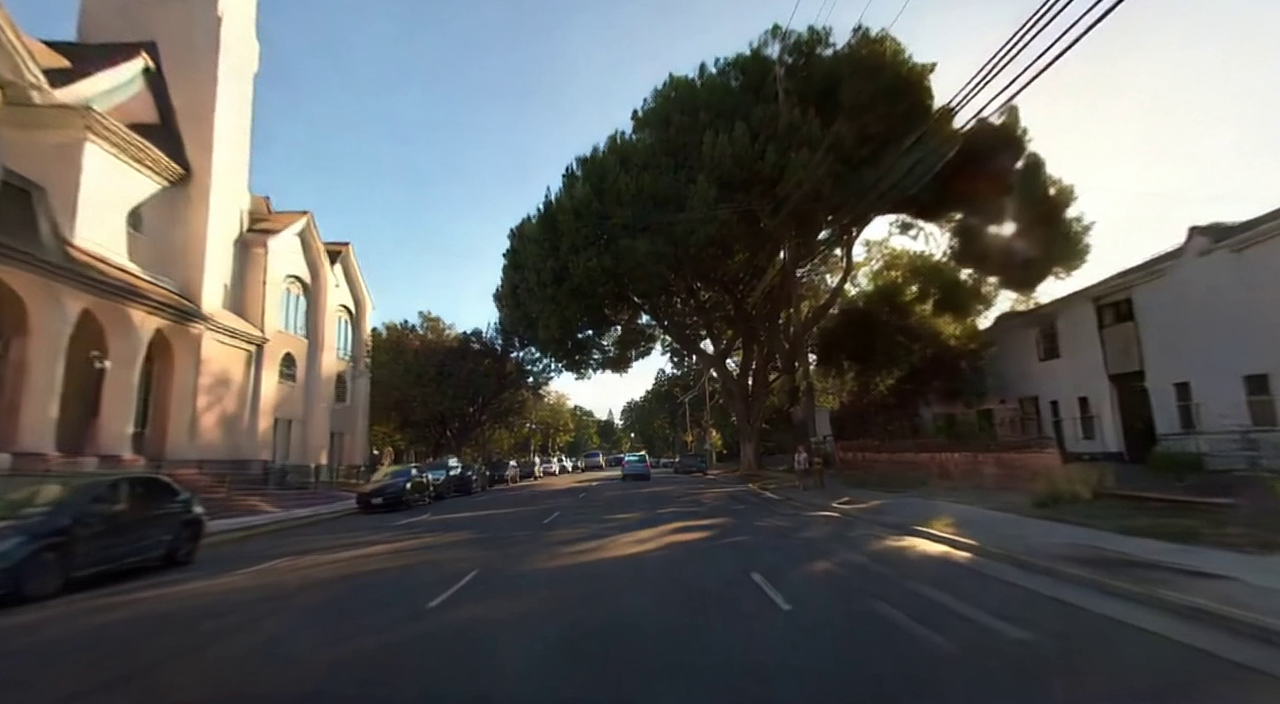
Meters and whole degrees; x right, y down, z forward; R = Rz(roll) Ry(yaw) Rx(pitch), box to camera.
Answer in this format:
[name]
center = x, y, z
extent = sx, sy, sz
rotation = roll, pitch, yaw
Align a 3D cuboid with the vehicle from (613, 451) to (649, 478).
[vehicle]
center = -0.549, 6.751, 38.085
extent = 2.093, 1.497, 4.010
rotation = 0, -9, -1
